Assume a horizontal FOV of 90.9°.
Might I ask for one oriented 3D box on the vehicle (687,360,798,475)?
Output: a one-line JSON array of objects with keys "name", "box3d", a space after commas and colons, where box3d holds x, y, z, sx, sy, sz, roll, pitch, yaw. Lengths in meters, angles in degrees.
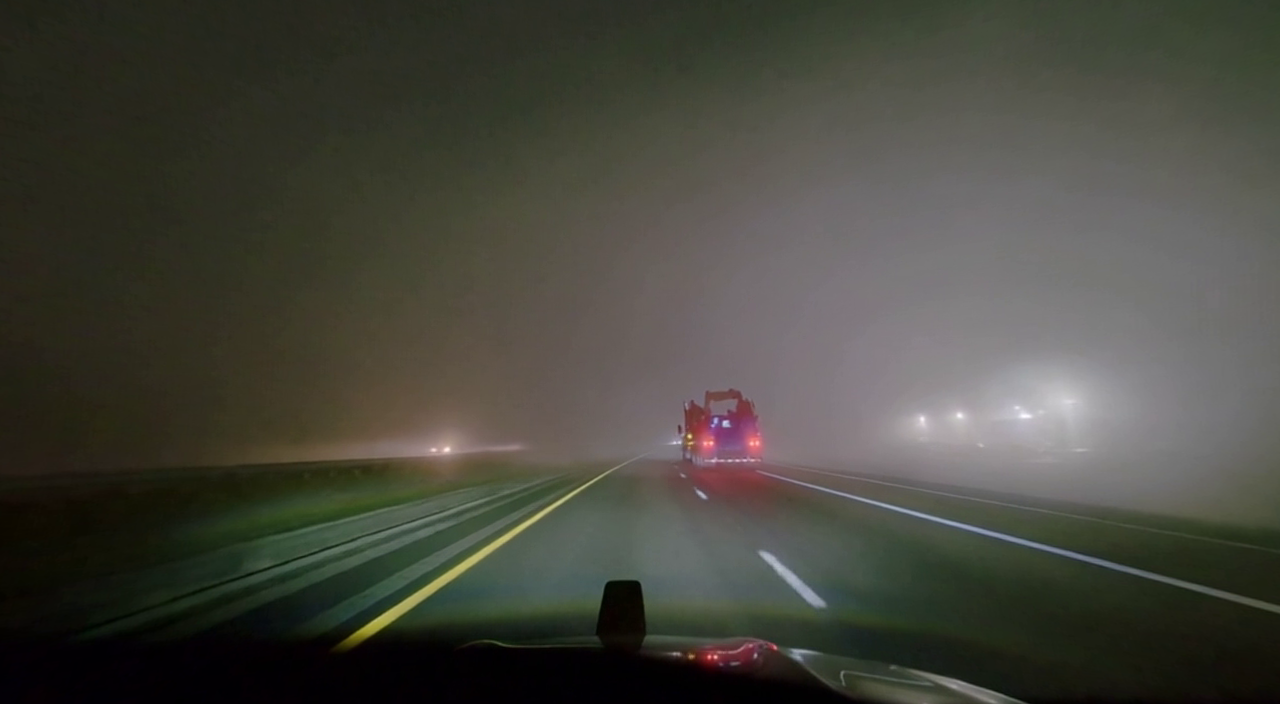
[{"name": "vehicle", "box3d": [3.785, 2.746, 25.211, 3.279, 3.956, 6.541, 0, -9, 0]}]
